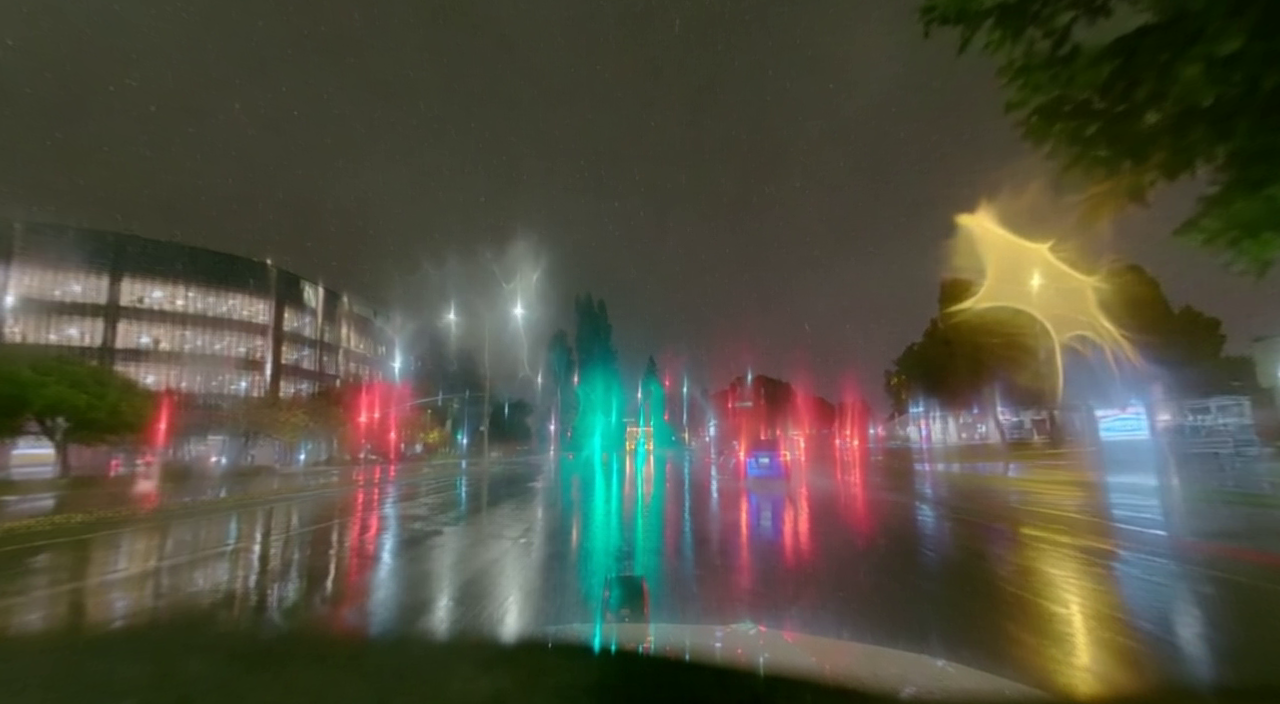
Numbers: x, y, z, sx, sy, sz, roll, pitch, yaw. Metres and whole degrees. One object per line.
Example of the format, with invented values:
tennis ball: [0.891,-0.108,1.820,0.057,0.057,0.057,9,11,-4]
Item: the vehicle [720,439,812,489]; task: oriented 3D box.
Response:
vehicle: [4.013,3.660,20.968,2.005,1.442,4.675,0,-8,-1]
